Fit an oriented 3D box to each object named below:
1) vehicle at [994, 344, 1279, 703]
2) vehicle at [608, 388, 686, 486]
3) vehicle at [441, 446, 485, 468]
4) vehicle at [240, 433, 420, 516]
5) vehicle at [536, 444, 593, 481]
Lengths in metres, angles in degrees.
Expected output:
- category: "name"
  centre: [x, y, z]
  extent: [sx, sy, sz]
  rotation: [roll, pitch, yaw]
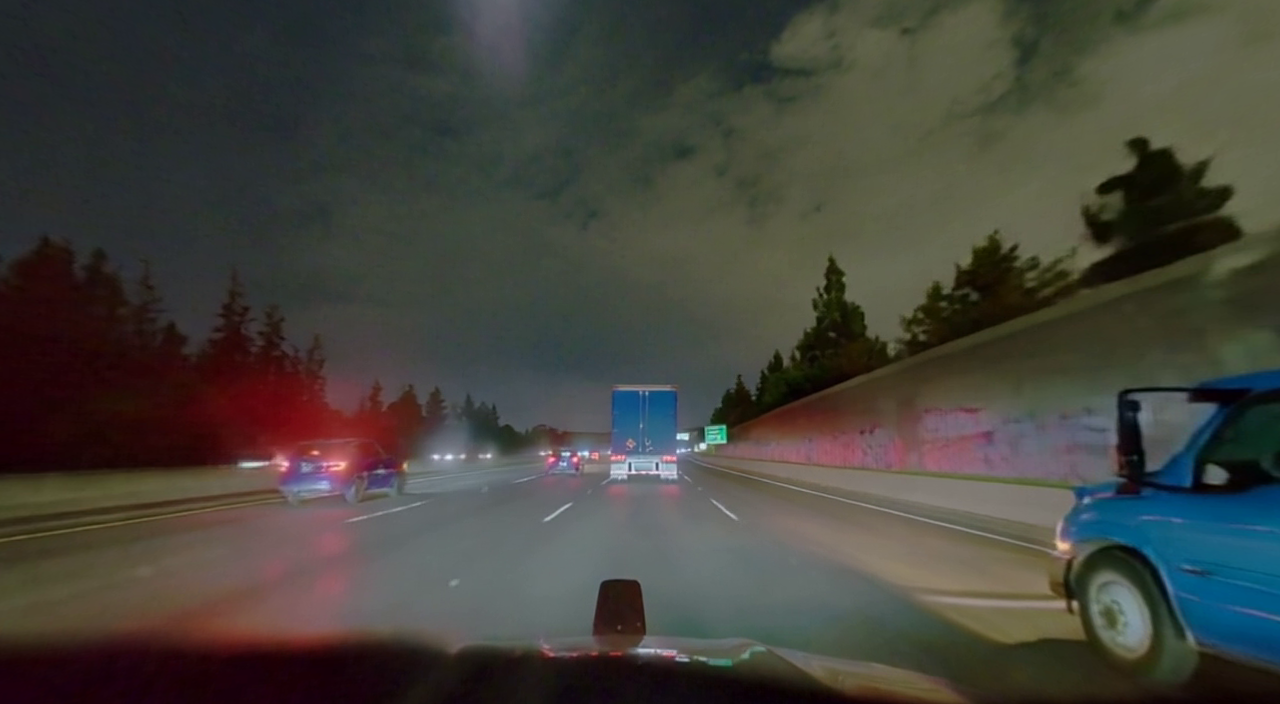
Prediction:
- category: "vehicle"
  centre: [3.692, 0.776, 2.304]
  extent: [2.205, 1.689, 4.403]
  rotation: [0, -9, 0]
- category: "vehicle"
  centre: [0.197, 3.976, 28.758]
  extent: [2.915, 3.661, 9.741]
  rotation: [0, -9, -1]
- category: "vehicle"
  centre: [-13.146, 7.842, 47.054]
  extent: [2.003, 1.516, 3.922]
  rotation: [-1, -9, 3]
- category: "vehicle"
  centre: [-6.799, 2.729, 14.420]
  extent: [2.005, 1.607, 4.042]
  rotation: [0, -9, 1]
- category: "vehicle"
  centre: [-3.301, 4.944, 28.275]
  extent: [2.020, 1.505, 4.171]
  rotation: [0, -9, 1]
